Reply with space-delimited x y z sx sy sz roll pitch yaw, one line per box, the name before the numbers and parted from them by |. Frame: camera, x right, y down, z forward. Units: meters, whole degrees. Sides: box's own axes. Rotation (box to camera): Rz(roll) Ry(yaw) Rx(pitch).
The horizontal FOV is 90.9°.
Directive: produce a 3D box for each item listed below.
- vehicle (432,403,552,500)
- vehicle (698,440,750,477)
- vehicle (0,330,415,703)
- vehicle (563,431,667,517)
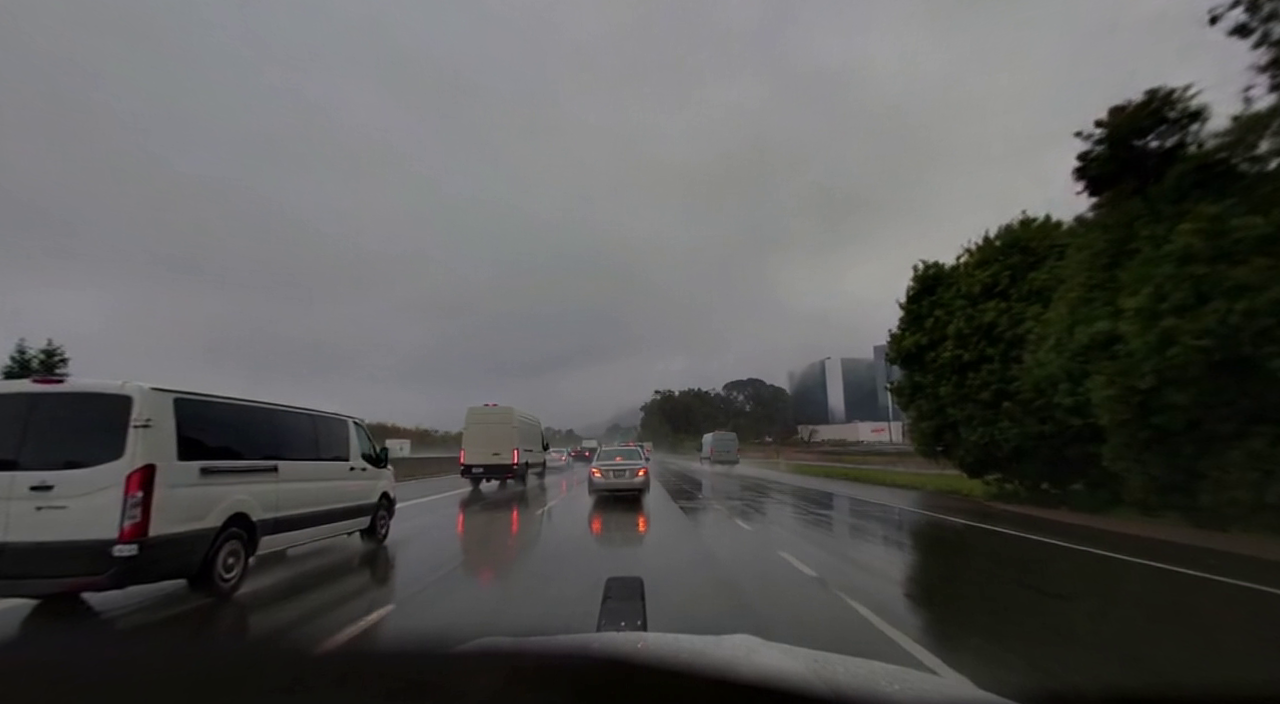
vehicle | -4.534 3.252 20.756 2.248 2.626 6.837 0 -9 0
vehicle | 4.232 5.461 32.527 2.003 1.754 4.134 0 -9 -1
vehicle | -4.050 1.194 5.626 2.253 1.892 4.823 0 -9 0
vehicle | -0.503 2.759 14.642 2.093 1.695 3.782 0 -9 0
